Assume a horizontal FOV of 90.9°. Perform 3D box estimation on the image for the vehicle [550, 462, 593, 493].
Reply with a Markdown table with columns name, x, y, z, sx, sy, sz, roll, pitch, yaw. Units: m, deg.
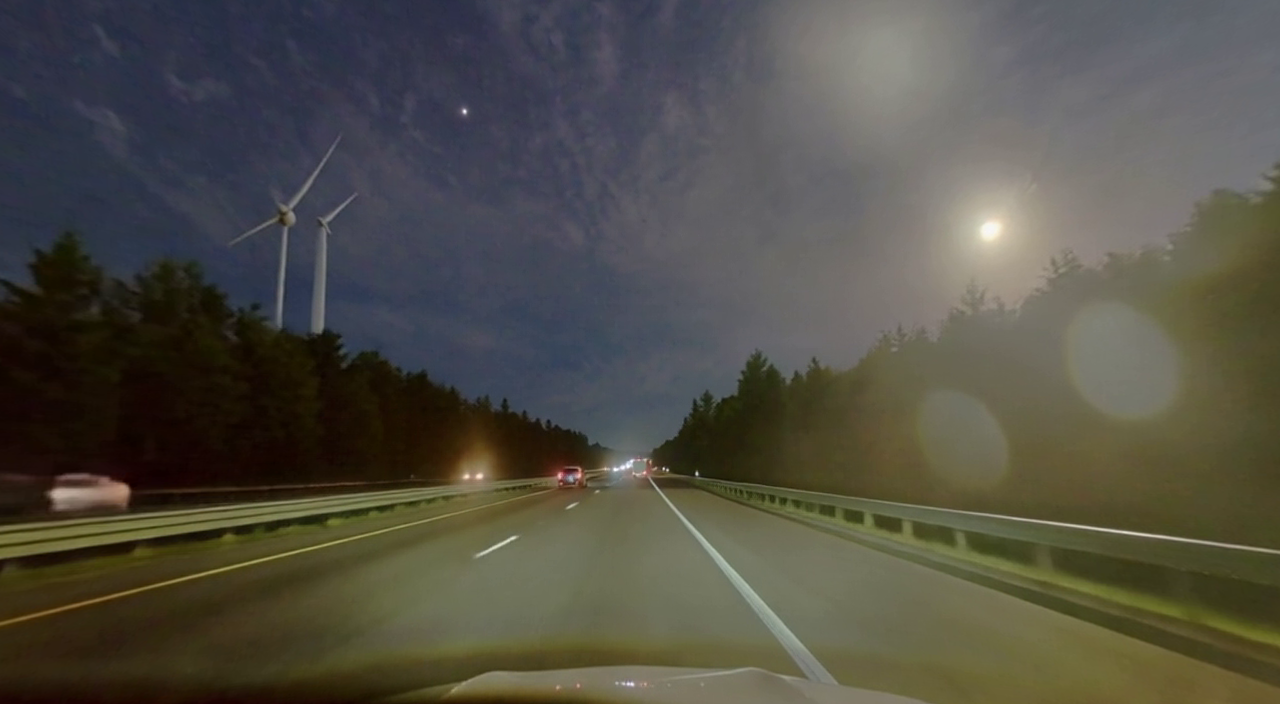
| name | x | y | z | sx | sy | sz | roll | pitch | yaw |
| --- | --- | --- | --- | --- | --- | --- | --- | --- | --- |
| vehicle | -4.099 | 7.624 | 38.496 | 2.124 | 1.705 | 4.440 | 1 | -11 | 0 |
